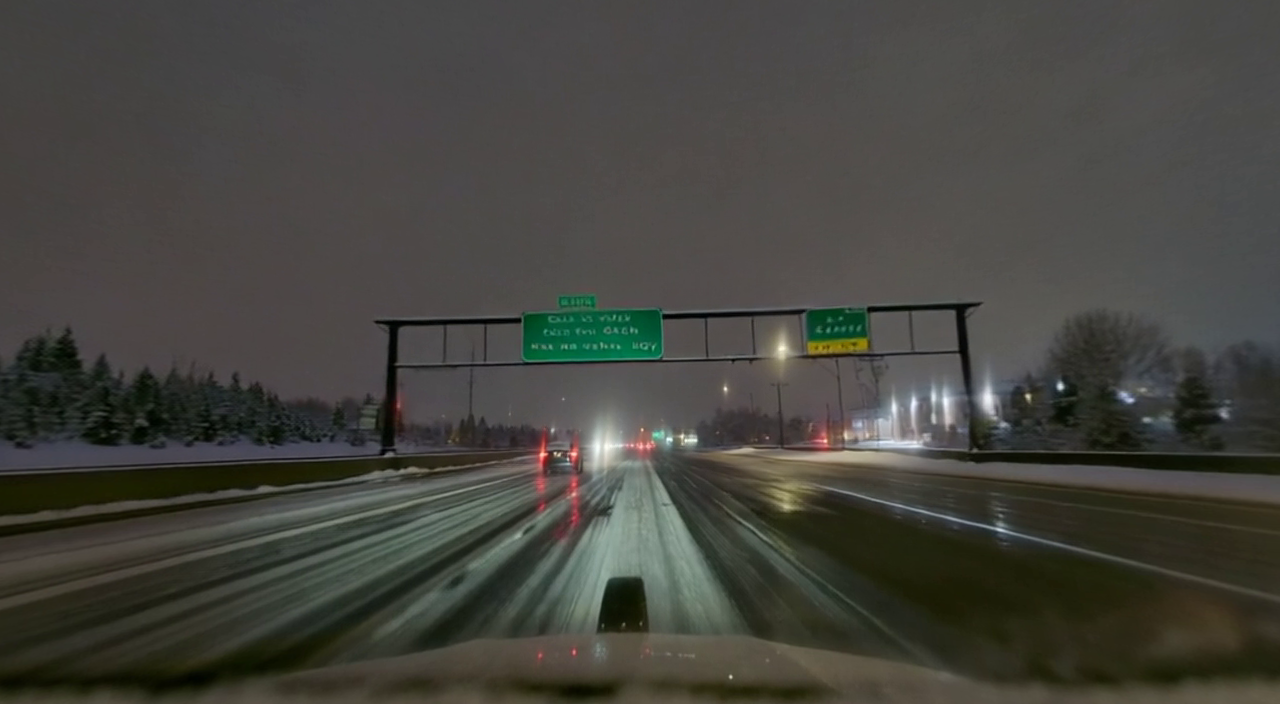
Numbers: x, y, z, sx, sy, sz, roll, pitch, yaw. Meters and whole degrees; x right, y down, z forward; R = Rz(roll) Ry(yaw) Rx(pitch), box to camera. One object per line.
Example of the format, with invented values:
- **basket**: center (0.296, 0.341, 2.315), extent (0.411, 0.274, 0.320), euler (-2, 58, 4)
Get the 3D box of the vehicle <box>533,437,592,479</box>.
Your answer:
- **vehicle**: center (-3.414, 4.777, 28.641), extent (2.072, 1.706, 4.359), euler (0, -8, 1)
